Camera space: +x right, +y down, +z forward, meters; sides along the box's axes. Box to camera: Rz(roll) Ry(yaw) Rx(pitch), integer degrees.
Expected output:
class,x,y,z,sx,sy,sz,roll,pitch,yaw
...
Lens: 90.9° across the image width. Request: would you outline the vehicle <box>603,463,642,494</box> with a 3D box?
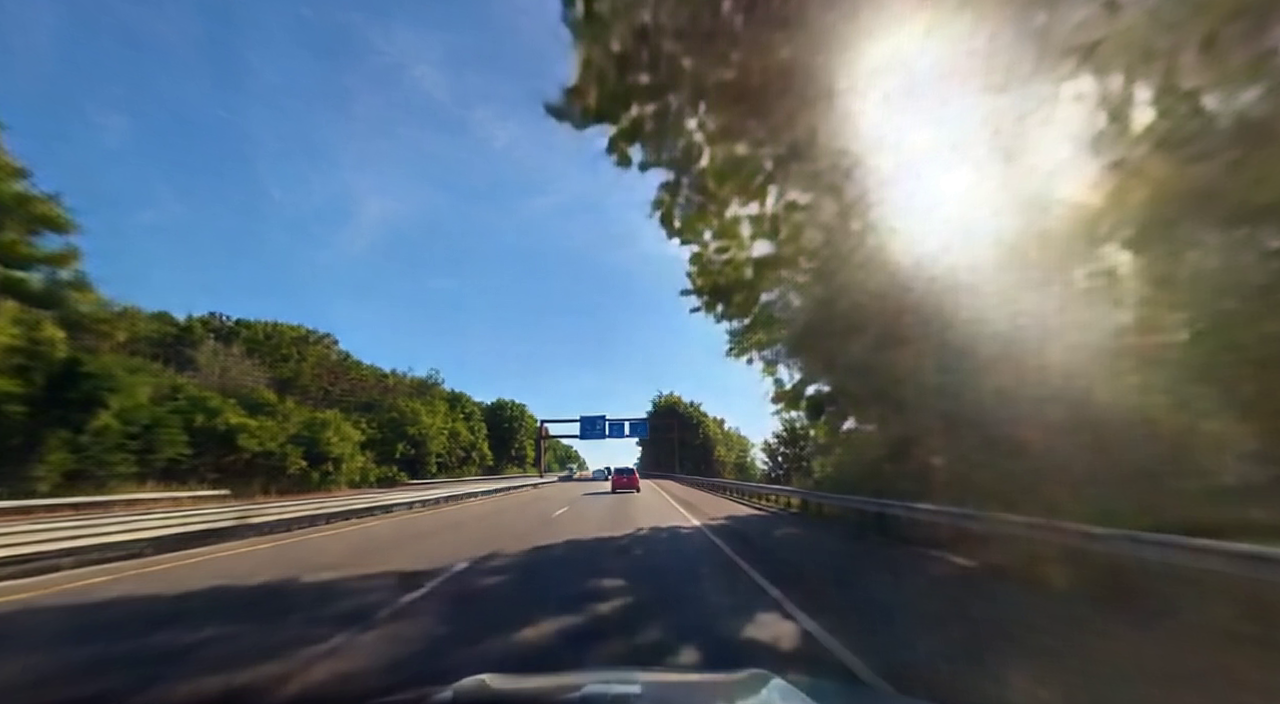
class,x,y,z,sx,sy,sz,roll,pitch,yaw
vehicle,-1.000,7.452,37.387,2.107,1.668,4.554,1,-11,0
